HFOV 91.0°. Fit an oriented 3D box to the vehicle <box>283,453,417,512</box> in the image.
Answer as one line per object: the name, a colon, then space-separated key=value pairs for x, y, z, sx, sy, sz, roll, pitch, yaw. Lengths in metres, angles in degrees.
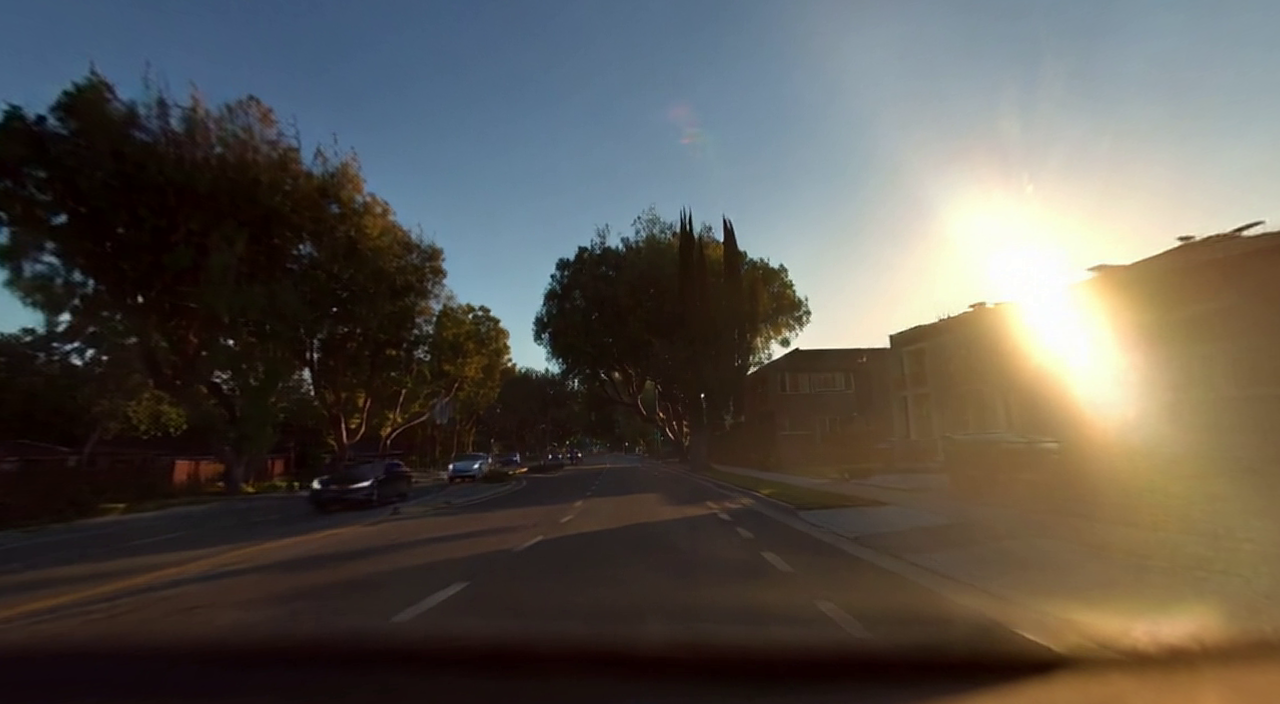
vehicle: x=-8.562 y=3.866 z=19.123 sx=2.050 sy=1.486 sz=4.512 roll=0 pitch=-8 yaw=-2

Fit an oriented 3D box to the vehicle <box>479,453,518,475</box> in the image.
vehicle: x=-10.830 y=8.570 z=48.475 sx=1.925 sy=1.503 sz=4.411 roll=0 pitch=-8 yaw=1

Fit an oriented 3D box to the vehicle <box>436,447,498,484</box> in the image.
vehicle: x=-9.267 y=6.078 z=34.135 sx=2.057 sy=1.805 sz=4.933 roll=0 pitch=-8 yaw=-1
